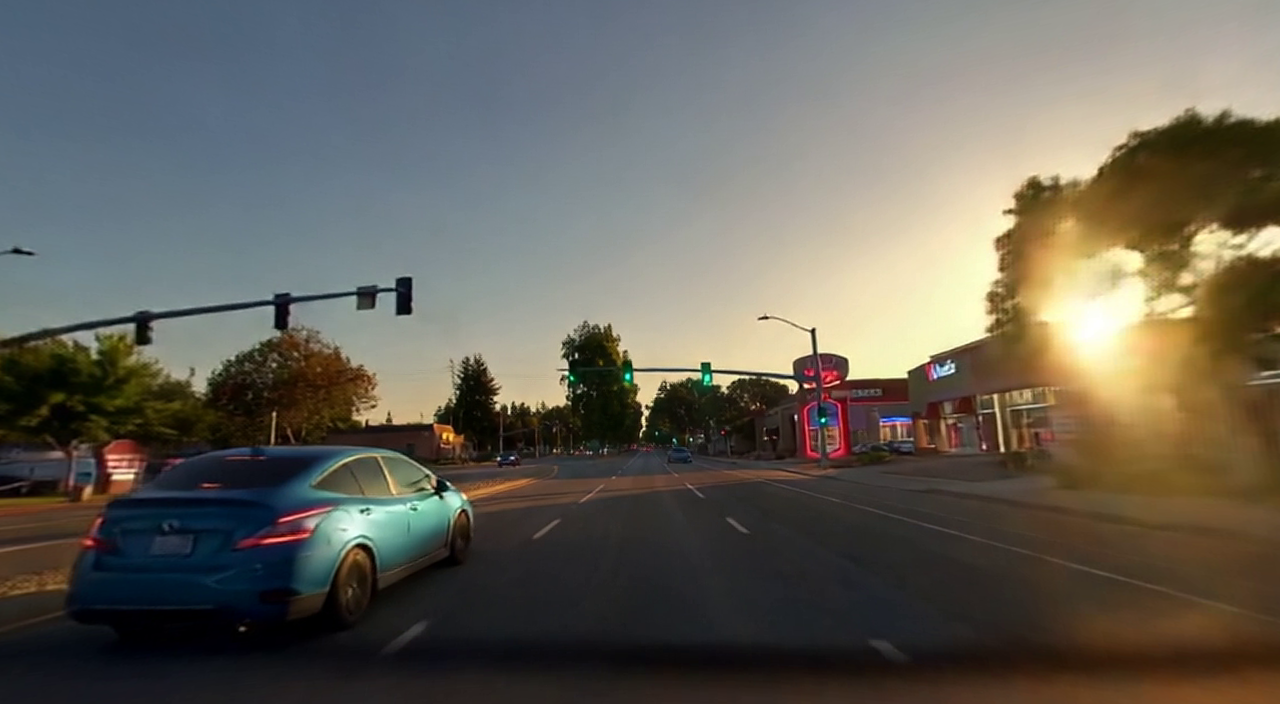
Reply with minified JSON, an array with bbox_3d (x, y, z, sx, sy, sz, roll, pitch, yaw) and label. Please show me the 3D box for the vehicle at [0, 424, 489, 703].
[{"bbox_3d":[-2.913,1.413,5.231,2.082,1.460,4.636,0,-8,1],"label":"vehicle"}]
